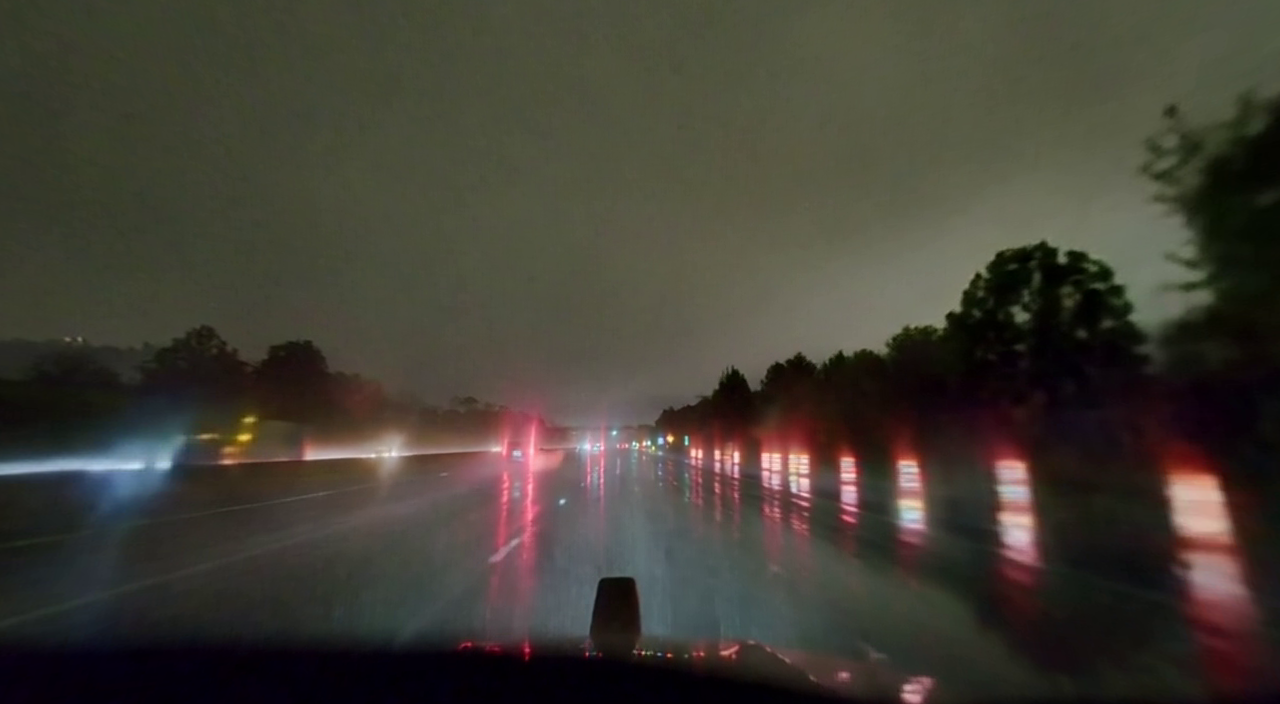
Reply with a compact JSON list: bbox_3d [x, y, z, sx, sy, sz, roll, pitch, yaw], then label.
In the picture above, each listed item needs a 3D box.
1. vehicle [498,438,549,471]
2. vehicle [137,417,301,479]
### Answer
[{"bbox_3d":[-6.586,5.831,36.162,2.036,1.758,4.529,0,-9,0],"label":"vehicle"},{"bbox_3d":[-24.045,5.629,37.085,2.856,3.156,9.811,0,-9,0],"label":"vehicle"}]
